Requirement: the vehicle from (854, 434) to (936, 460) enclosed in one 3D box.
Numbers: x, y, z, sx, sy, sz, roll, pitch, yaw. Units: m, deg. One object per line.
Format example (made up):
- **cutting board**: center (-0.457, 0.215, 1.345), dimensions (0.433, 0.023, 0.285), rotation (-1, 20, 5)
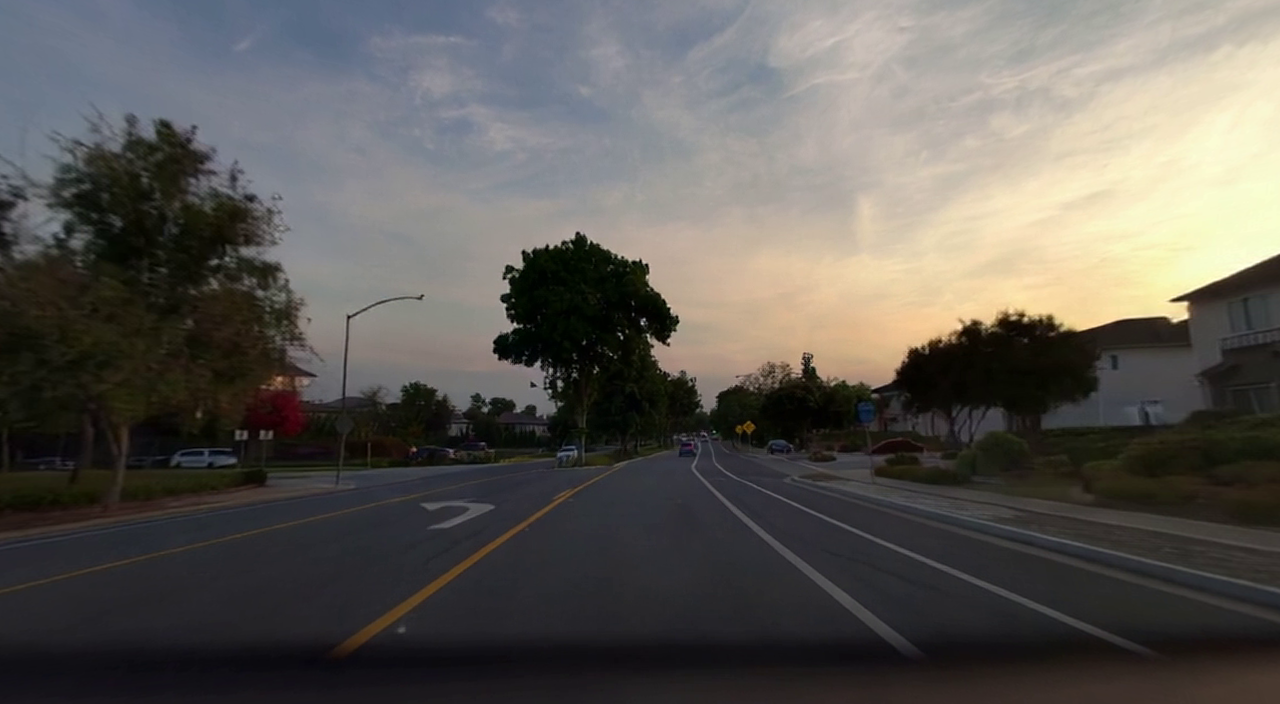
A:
- **vehicle**: center (18.705, 7.037, 46.513), dimensions (5.035, 1.772, 2.115), rotation (-1, -10, 0)
